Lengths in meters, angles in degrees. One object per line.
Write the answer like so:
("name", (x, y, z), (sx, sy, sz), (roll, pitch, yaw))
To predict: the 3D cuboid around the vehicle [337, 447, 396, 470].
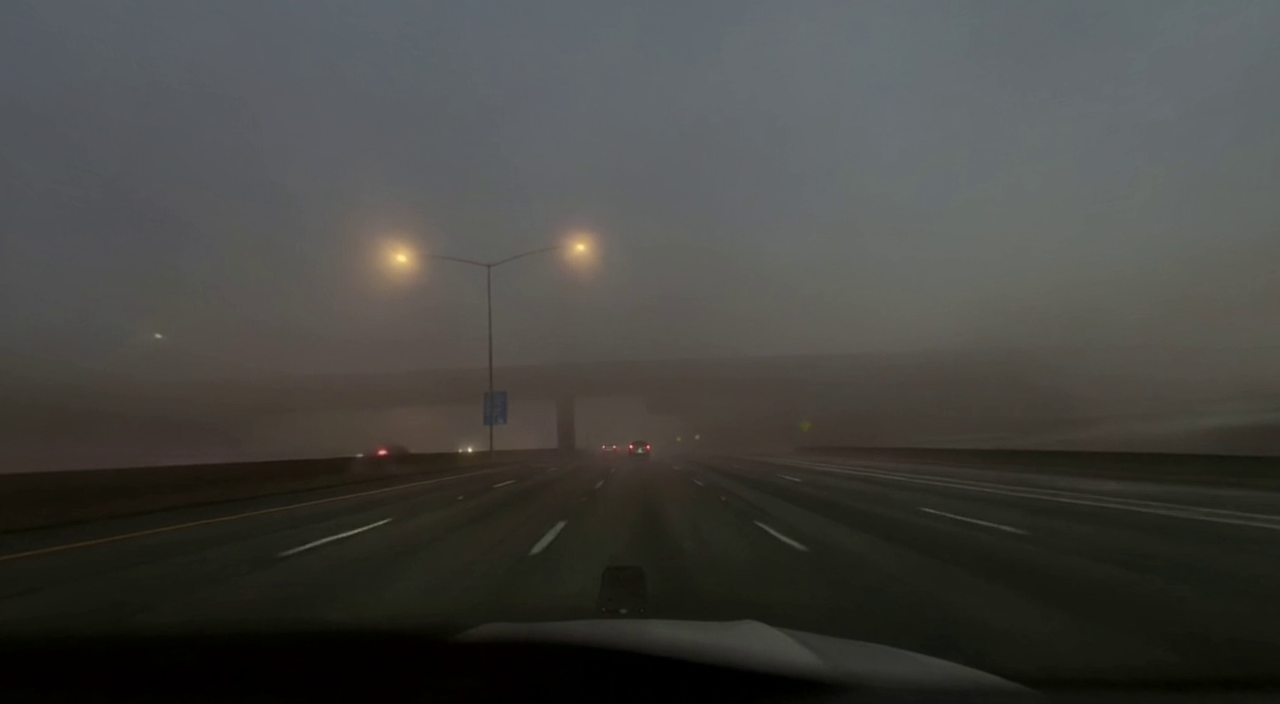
("vehicle", (-18.085, 7.036, 41.919), (1.933, 1.467, 4.408), (0, -9, 0))
